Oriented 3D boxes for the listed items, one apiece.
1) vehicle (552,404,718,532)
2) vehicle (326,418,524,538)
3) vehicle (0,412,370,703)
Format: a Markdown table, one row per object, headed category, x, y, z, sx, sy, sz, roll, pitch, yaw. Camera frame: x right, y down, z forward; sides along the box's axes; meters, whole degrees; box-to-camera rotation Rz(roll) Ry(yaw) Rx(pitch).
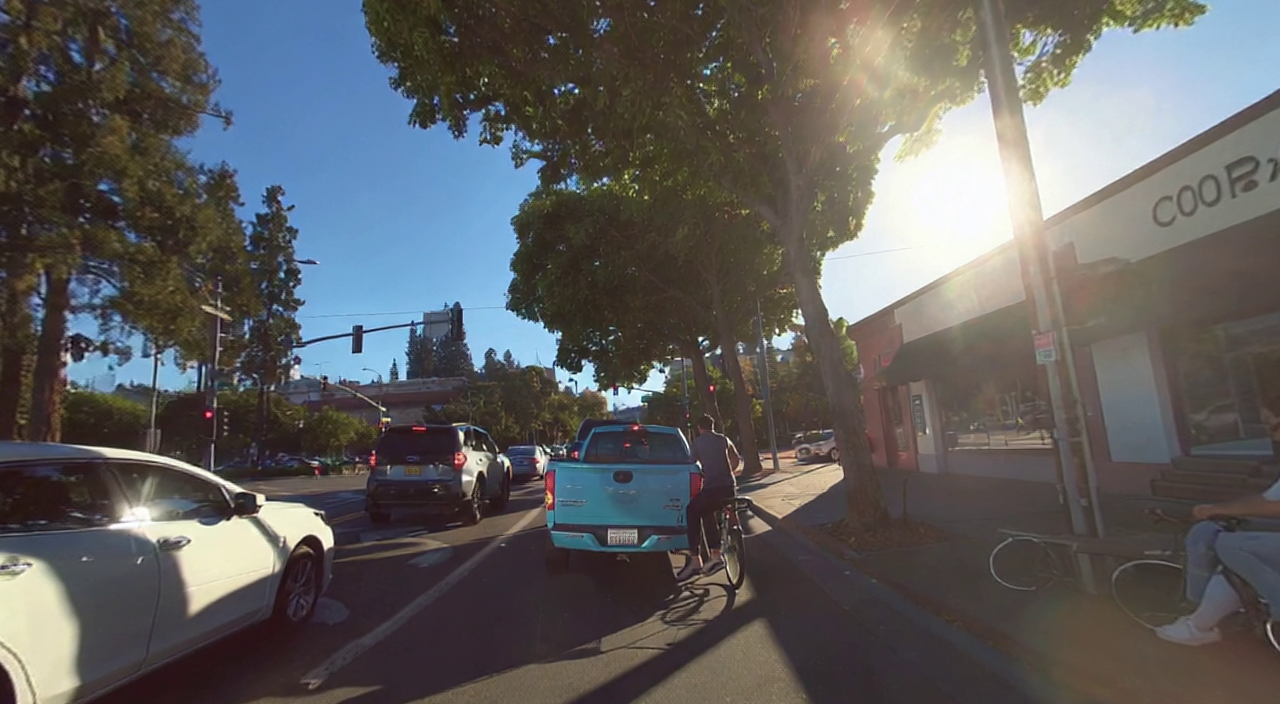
| category | x | y | z | sx | sy | sz | roll | pitch | yaw |
| --- | --- | --- | --- | --- | --- | --- | --- | --- | --- |
| vehicle | -0.110 | 2.092 | 11.896 | 2.426 | 1.882 | 5.027 | 0 | -9 | -1 |
| vehicle | -3.597 | 2.204 | 11.630 | 2.046 | 1.750 | 4.452 | 0 | -9 | 0 |
| vehicle | -3.554 | 1.173 | 3.694 | 2.064 | 1.486 | 4.140 | 0 | -9 | 1 |
